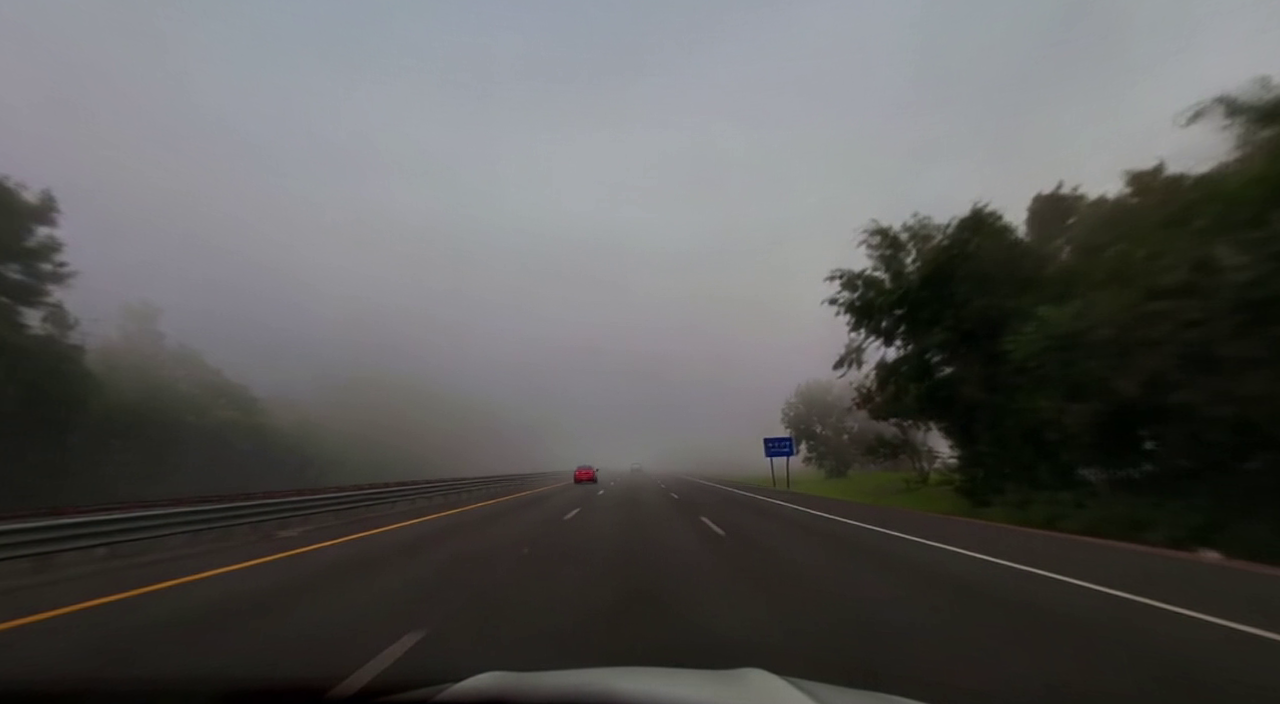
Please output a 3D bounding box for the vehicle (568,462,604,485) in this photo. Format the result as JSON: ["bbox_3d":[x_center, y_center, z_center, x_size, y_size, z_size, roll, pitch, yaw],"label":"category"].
[{"bbox_3d":[-3.799,8.642,44.839,2.143,1.516,4.552,1,-10,0],"label":"vehicle"}]
